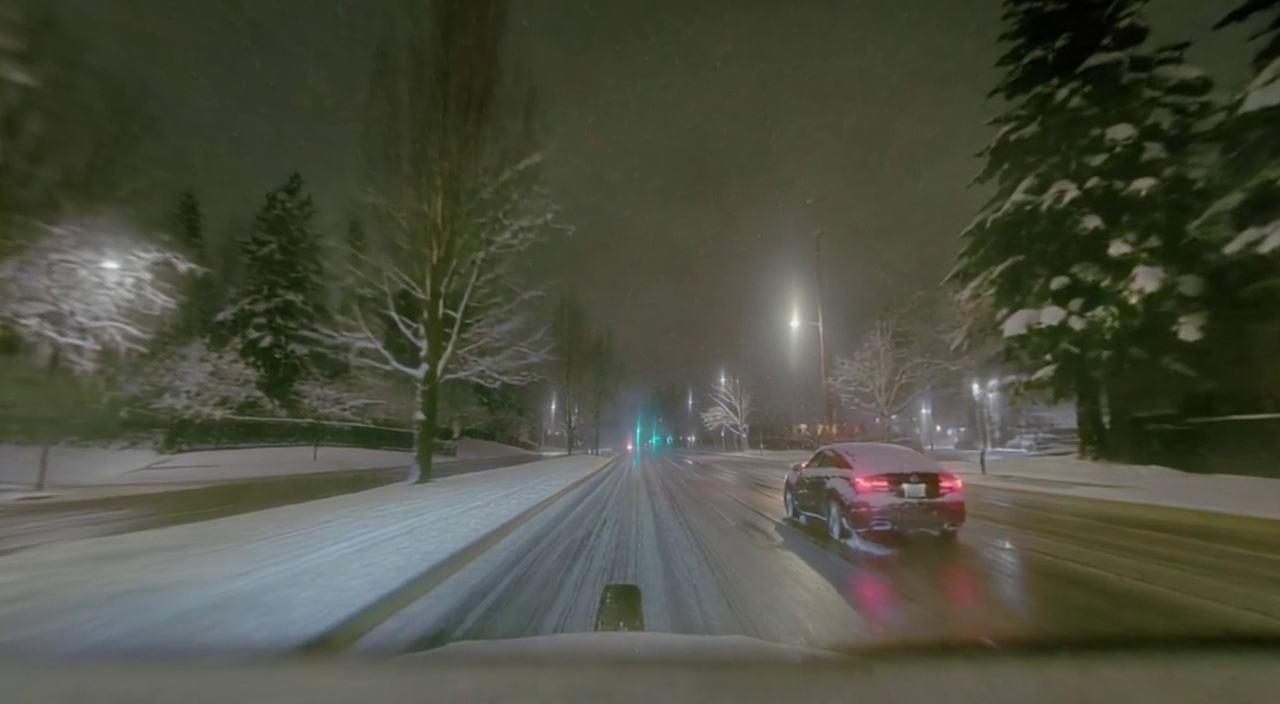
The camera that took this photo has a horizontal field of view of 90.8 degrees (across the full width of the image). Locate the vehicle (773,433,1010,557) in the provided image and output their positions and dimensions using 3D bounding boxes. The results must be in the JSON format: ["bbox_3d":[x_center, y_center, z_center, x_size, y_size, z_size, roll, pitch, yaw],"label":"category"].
[{"bbox_3d":[3.435,2.017,9.616,1.852,1.453,4.083,0,-9,-1],"label":"vehicle"}]
